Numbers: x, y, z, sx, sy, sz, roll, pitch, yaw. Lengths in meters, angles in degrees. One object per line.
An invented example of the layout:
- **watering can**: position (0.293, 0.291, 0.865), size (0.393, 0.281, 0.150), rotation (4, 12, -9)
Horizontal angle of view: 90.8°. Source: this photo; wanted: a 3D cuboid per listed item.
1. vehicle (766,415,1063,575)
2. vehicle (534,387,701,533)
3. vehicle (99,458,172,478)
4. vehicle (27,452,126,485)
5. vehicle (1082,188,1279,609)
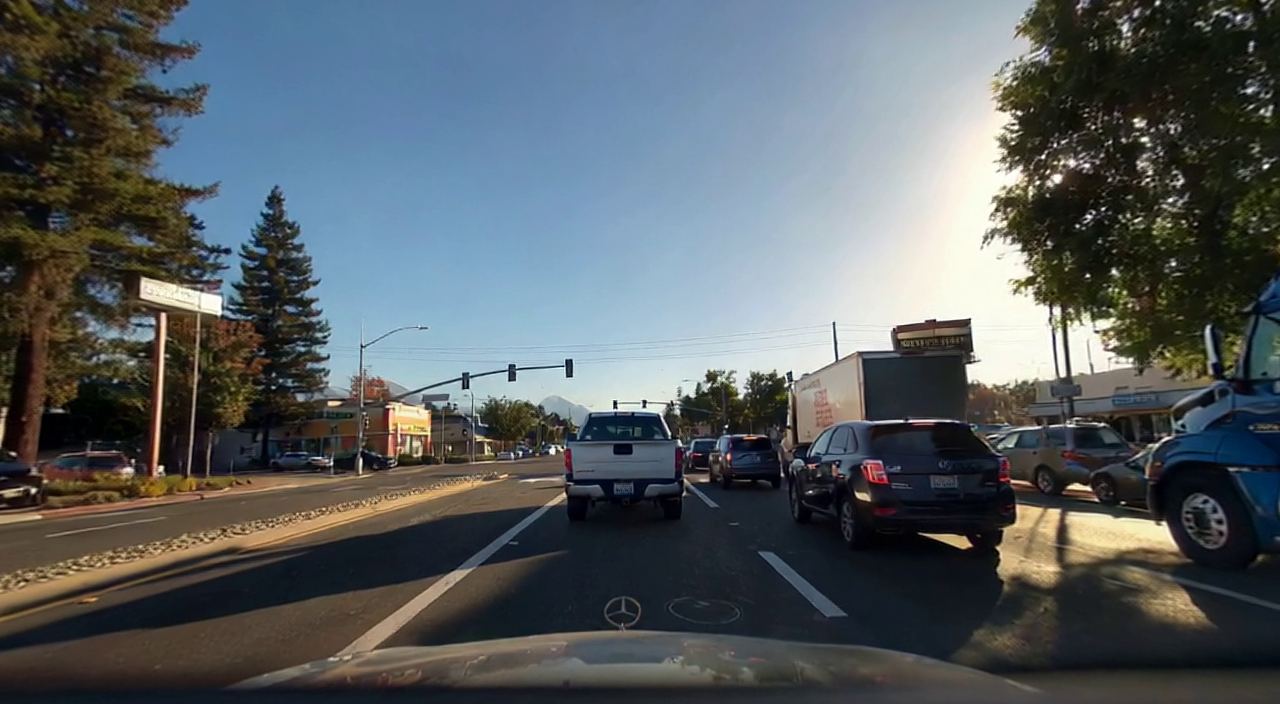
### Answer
- **vehicle**: position (3.263, 1.810, 8.904), size (1.905, 1.587, 4.998), rotation (0, -9, 0)
- **vehicle**: position (-0.370, 2.005, 12.131), size (2.499, 2.183, 5.111), rotation (0, -9, -1)
- **vehicle**: position (-38.193, 8.784, 47.852), size (4.150, 1.474, 1.826), rotation (-1, -9, 7)
- **vehicle**: position (-28.577, 5.888, 32.196), size (1.730, 1.534, 3.922), rotation (1, -9, -7)
- **vehicle**: position (6.521, 0.116, 3.377), size (2.802, 3.322, 7.429), rotation (0, -9, 0)
